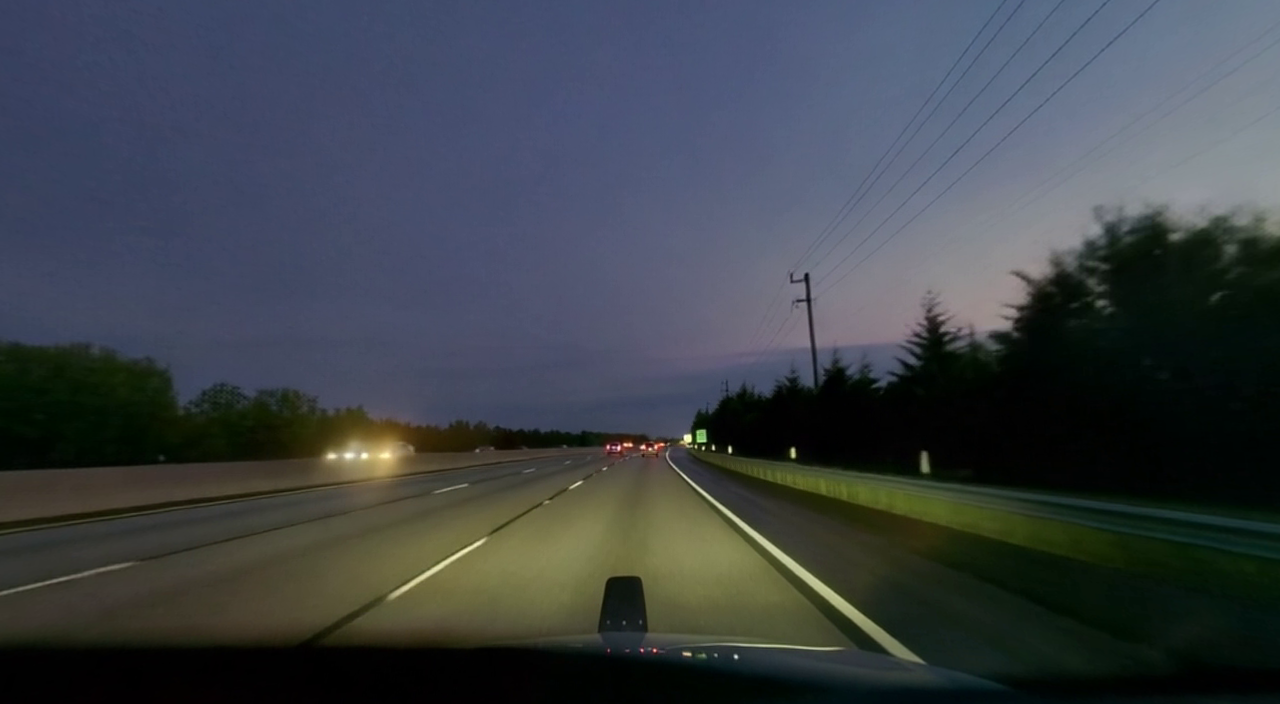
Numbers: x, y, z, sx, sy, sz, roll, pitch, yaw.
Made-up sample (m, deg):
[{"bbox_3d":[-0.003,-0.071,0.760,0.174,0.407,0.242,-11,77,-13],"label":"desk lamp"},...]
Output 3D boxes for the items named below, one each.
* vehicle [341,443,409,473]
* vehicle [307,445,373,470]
[{"bbox_3d":[-15.727,6.283,37.605,1.947,1.646,4.630,0,-8,1],"label":"vehicle"},{"bbox_3d":[-19.816,6.969,41.751,2.156,1.525,4.354,0,-8,1],"label":"vehicle"}]
